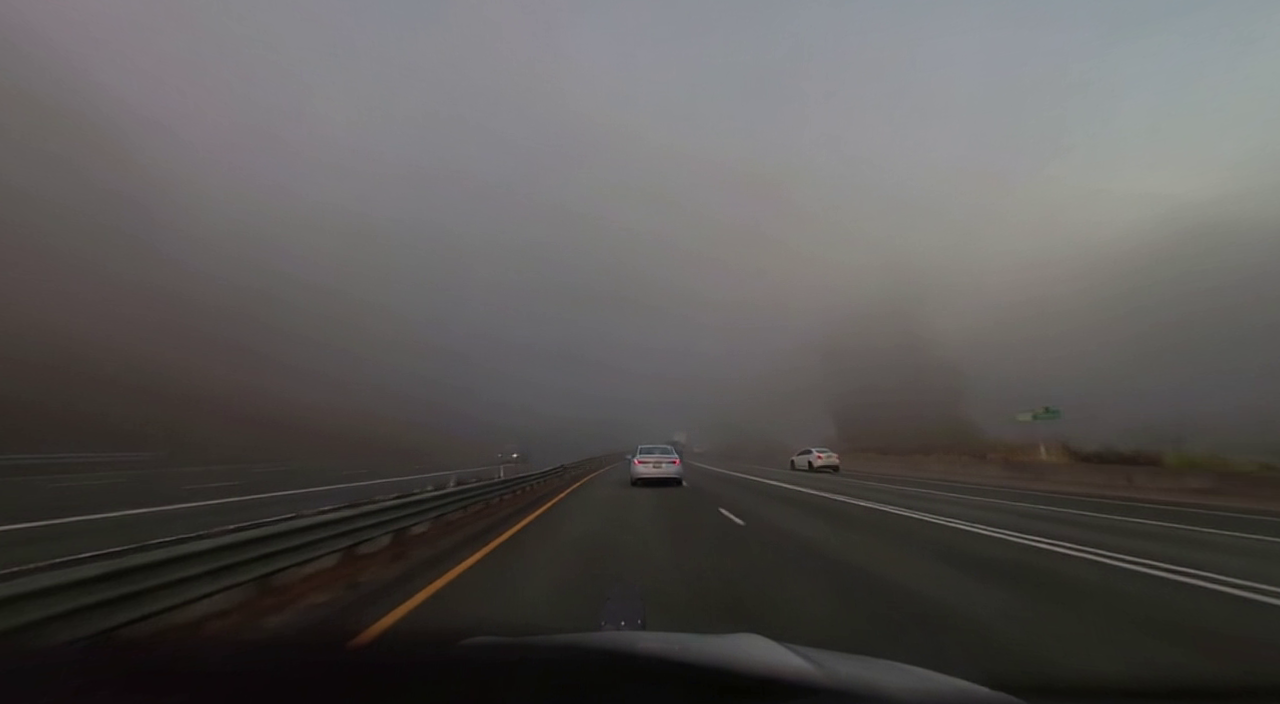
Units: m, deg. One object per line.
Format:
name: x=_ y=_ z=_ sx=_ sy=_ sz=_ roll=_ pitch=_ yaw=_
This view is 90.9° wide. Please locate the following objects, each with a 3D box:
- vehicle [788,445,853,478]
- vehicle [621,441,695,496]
vehicle: x=8.651 y=5.270 z=30.486 sx=1.926 sy=1.483 sz=3.528 roll=0 pitch=-9 yaw=-3
vehicle: x=0.461 y=3.560 z=19.627 sx=2.053 sy=1.483 sz=4.185 roll=0 pitch=-9 yaw=-1
